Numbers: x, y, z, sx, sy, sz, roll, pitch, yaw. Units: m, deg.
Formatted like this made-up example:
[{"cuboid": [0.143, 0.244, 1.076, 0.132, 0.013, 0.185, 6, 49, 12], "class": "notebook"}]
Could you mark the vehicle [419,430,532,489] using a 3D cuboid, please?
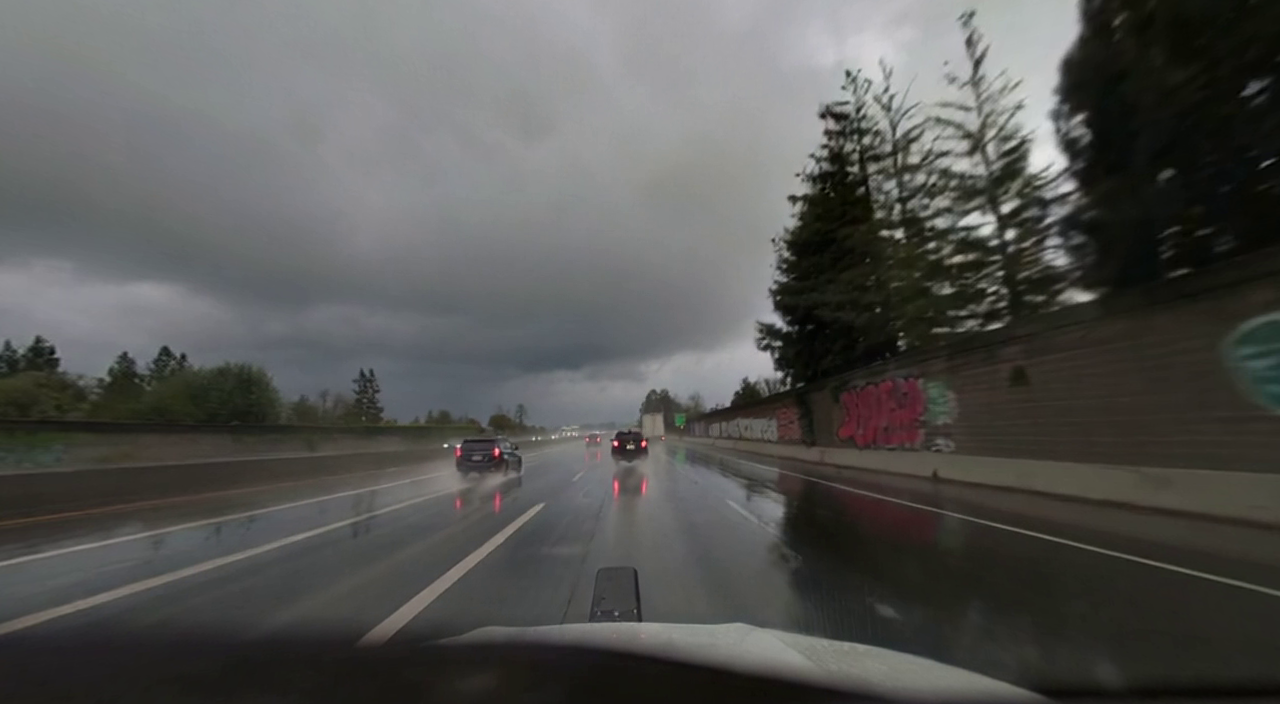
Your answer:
[{"cuboid": [-4.475, 2.979, 17.910, 2.022, 1.440, 4.491, 0, -8, 0], "class": "vehicle"}]

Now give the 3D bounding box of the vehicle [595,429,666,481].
[{"cuboid": [-0.330, 3.218, 20.007, 2.044, 1.477, 3.693, 0, -8, -2], "class": "vehicle"}]
